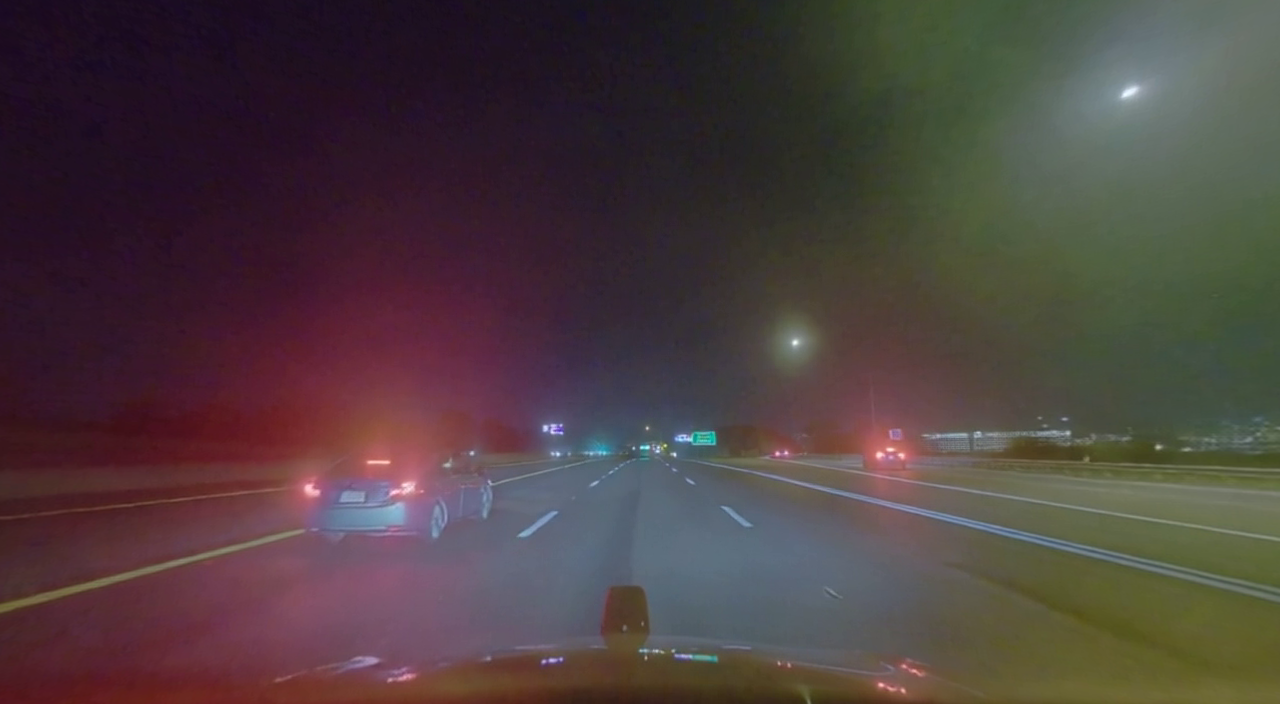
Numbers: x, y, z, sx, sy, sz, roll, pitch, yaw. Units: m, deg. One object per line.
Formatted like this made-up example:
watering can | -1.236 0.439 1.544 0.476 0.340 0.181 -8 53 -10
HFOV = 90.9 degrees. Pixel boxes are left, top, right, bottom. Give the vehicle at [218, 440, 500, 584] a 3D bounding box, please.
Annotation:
vehicle | -3.426 1.995 8.690 1.968 1.504 3.892 -1 -9 2
